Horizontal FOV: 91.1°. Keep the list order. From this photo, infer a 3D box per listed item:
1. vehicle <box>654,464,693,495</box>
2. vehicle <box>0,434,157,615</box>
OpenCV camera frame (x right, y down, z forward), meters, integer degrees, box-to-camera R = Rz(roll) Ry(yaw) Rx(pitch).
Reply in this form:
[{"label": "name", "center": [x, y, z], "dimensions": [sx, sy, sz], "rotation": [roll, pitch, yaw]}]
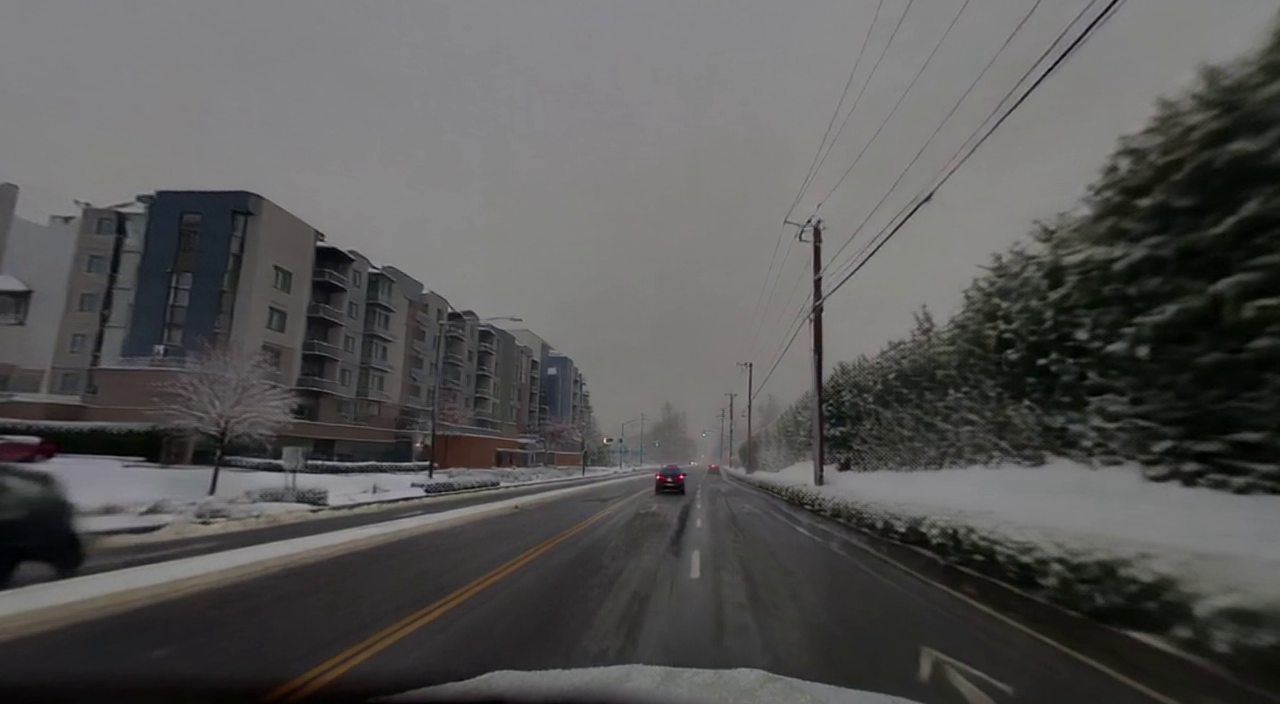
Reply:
[{"label": "vehicle", "center": [1.979, 7.352, 36.220], "dimensions": [2.067, 1.629, 3.858], "rotation": [0, -11, 5]}, {"label": "vehicle", "center": [-6.441, 1.304, 4.551], "dimensions": [1.979, 1.499, 4.666], "rotation": [0, -11, 3]}]
